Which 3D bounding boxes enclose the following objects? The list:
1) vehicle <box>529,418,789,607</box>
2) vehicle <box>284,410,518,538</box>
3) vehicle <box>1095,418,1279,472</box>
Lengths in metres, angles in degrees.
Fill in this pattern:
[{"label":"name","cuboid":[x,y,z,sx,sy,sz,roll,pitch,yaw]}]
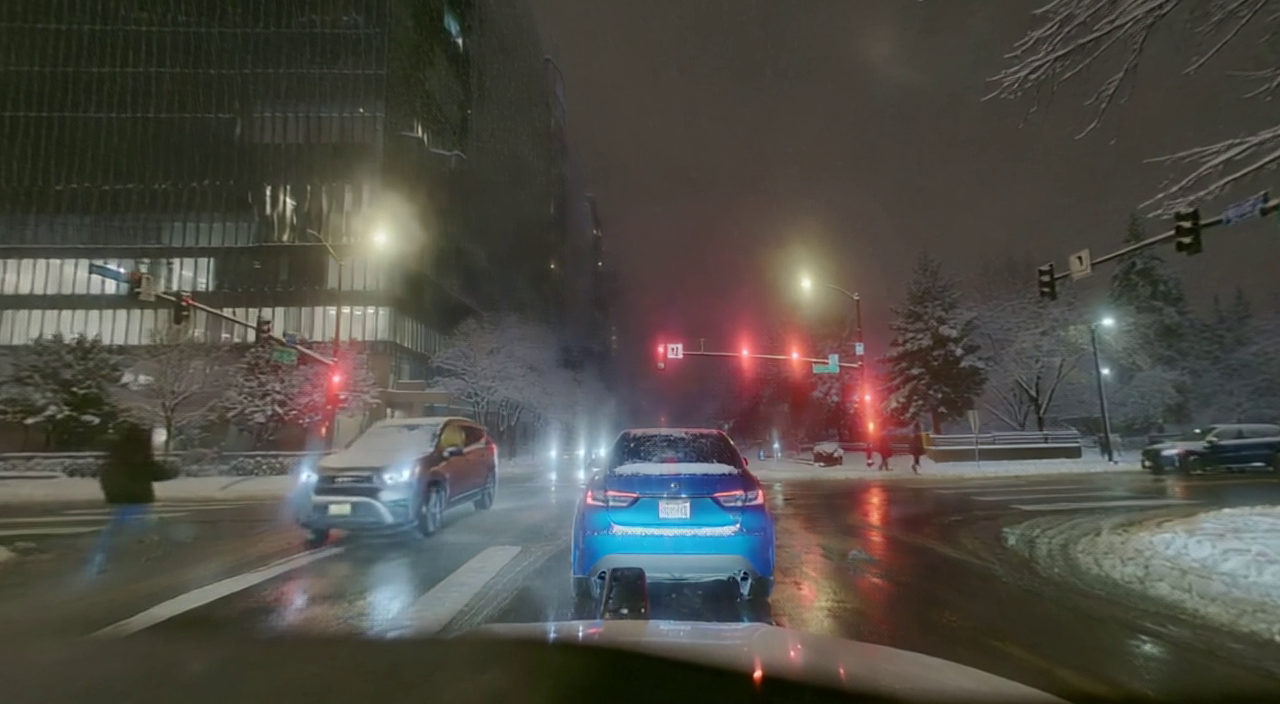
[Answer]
[{"label":"vehicle","cuboid":[-0.138,1.647,7.478,1.893,1.532,4.145,2,-9,-15]},{"label":"vehicle","cuboid":[-4.193,2.269,12.434,2.317,1.924,5.518,0,-8,2]},{"label":"vehicle","cuboid":[19.141,3.267,22.212,4.675,1.772,1.945,0,-8,-1]}]
